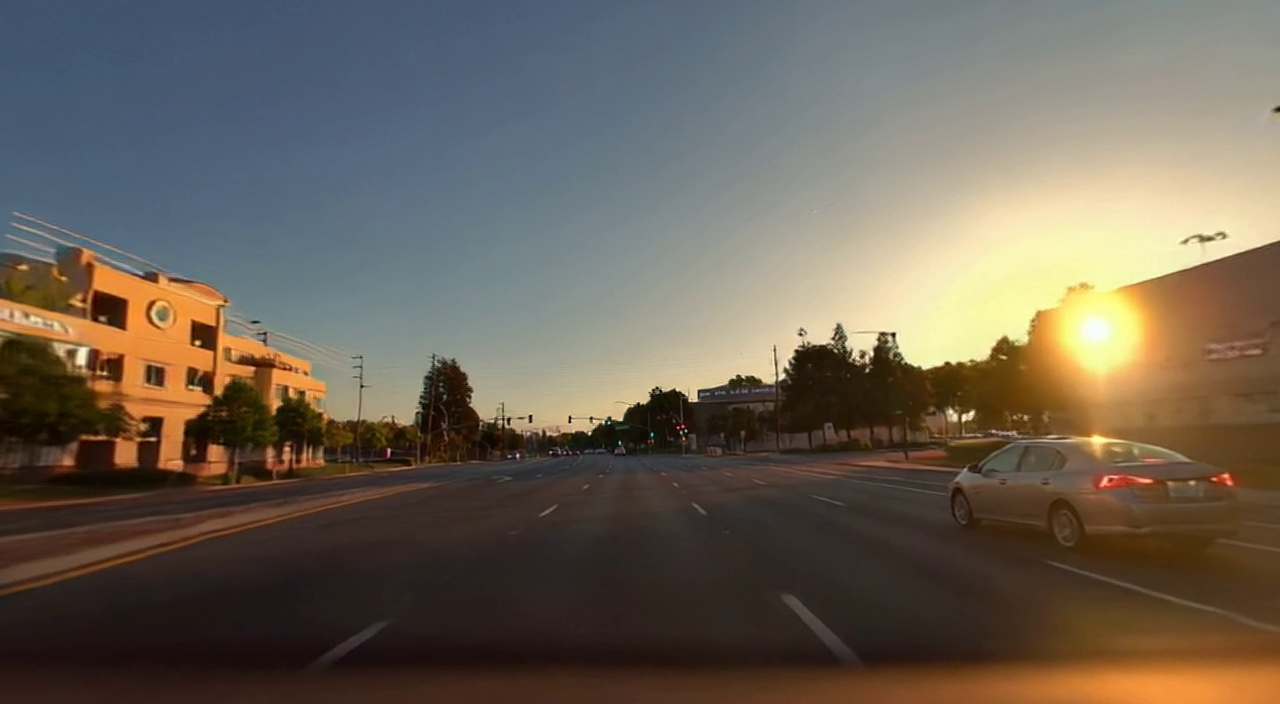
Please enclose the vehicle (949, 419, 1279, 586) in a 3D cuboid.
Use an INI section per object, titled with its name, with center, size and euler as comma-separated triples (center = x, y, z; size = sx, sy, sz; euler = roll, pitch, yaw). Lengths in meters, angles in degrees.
[vehicle]
center = 6.123, 1.696, 8.033
size = 2.070, 1.491, 4.575
euler = 0, -9, 0
